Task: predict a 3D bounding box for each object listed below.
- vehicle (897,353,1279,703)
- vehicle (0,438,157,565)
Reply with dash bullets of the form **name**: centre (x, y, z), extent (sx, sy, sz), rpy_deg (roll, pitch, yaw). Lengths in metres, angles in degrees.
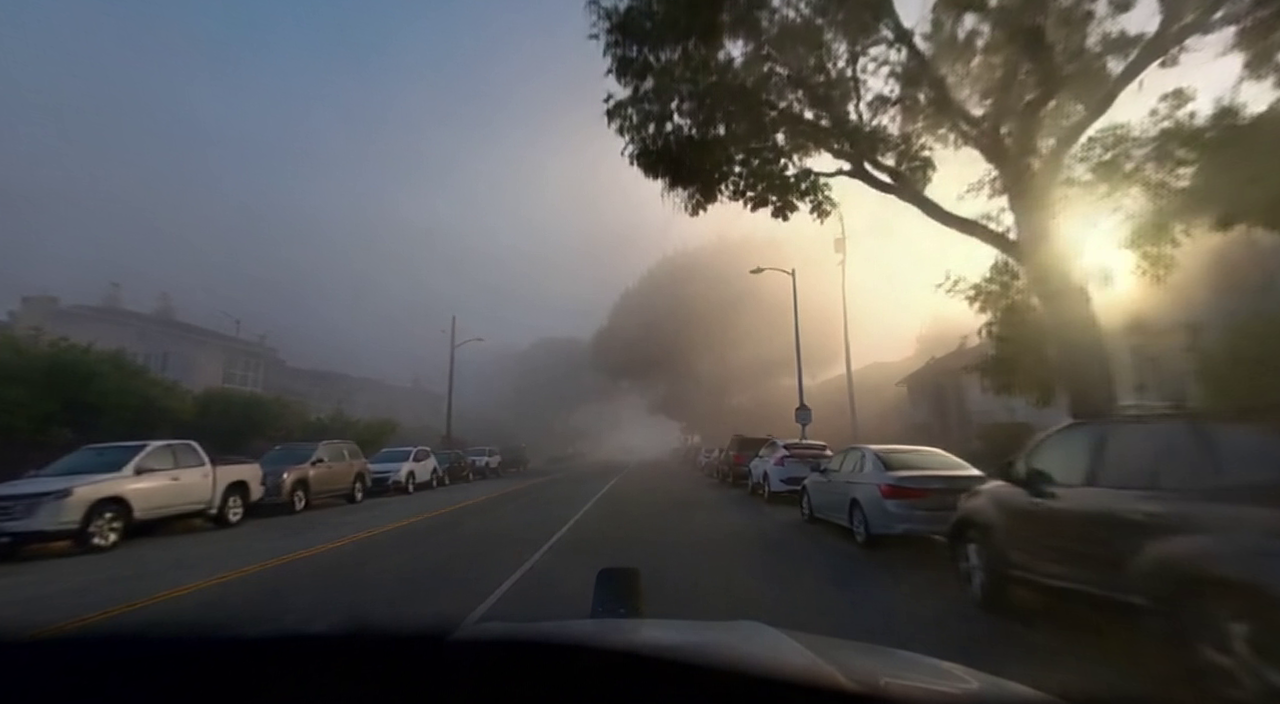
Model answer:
- **vehicle**: centre (3.542, 1.042, 3.865), extent (2.016, 1.671, 4.372), rpy_deg (0, -8, -1)
- **vehicle**: centre (-9.789, 2.105, 9.115), extent (4.027, 1.704, 1.849), rpy_deg (3, -9, -23)
